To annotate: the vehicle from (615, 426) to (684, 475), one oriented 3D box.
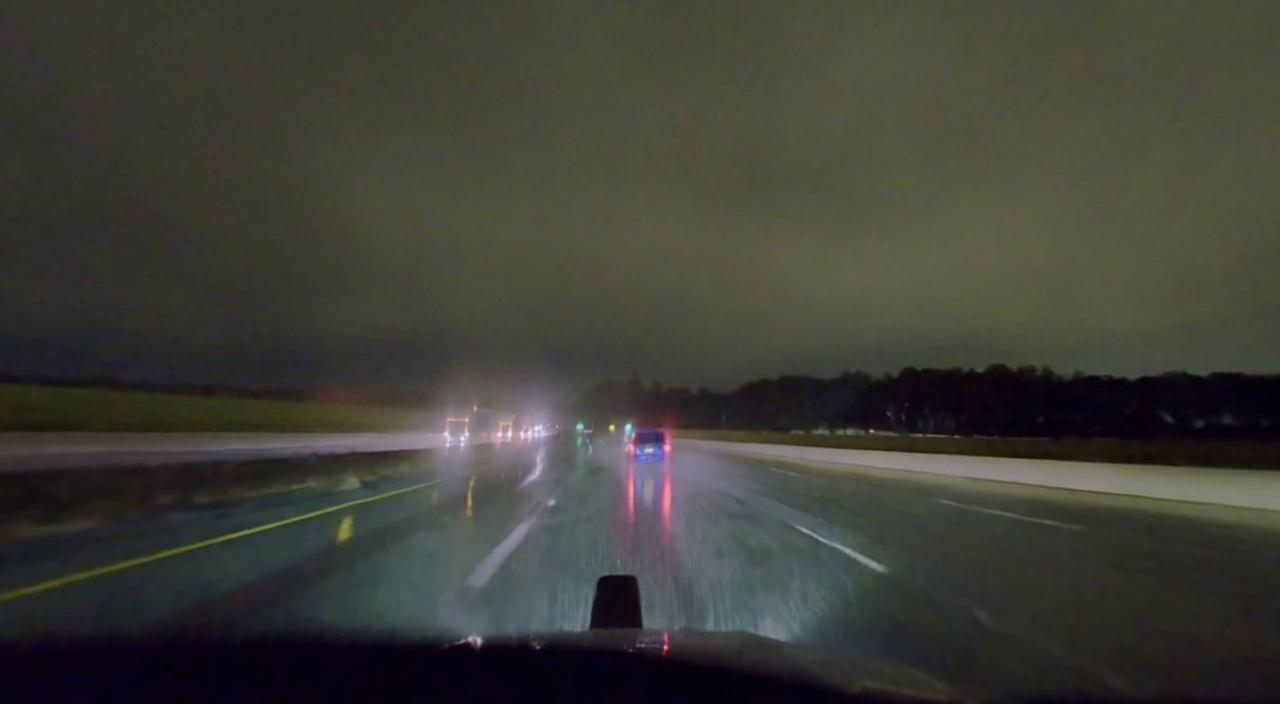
[{"bbox_3d":[0.230,3.481,22.637,1.997,1.589,4.179,1,-8,-6],"label":"vehicle"}]
